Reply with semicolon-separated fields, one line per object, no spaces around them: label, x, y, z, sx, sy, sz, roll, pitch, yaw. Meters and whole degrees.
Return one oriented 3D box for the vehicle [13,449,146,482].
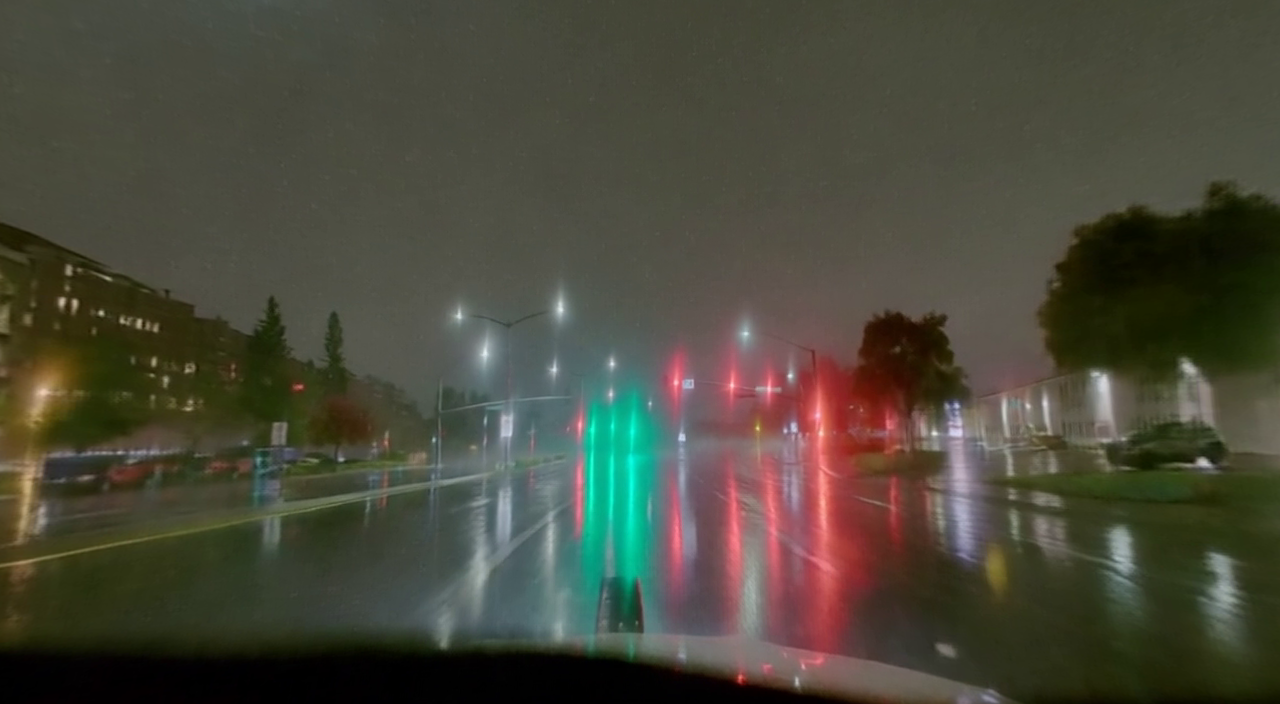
vehicle;-29.113;5.888;32.944;4.913;1.677;2.032;0;-9;-2

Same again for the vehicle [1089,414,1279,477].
vehicle;19.157;3.327;22.375;2.074;1.959;4.793;3;-9;-19

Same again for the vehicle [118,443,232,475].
vehicle;-28.422;6.548;38.737;5.248;1.758;2.122;-1;-8;-2
